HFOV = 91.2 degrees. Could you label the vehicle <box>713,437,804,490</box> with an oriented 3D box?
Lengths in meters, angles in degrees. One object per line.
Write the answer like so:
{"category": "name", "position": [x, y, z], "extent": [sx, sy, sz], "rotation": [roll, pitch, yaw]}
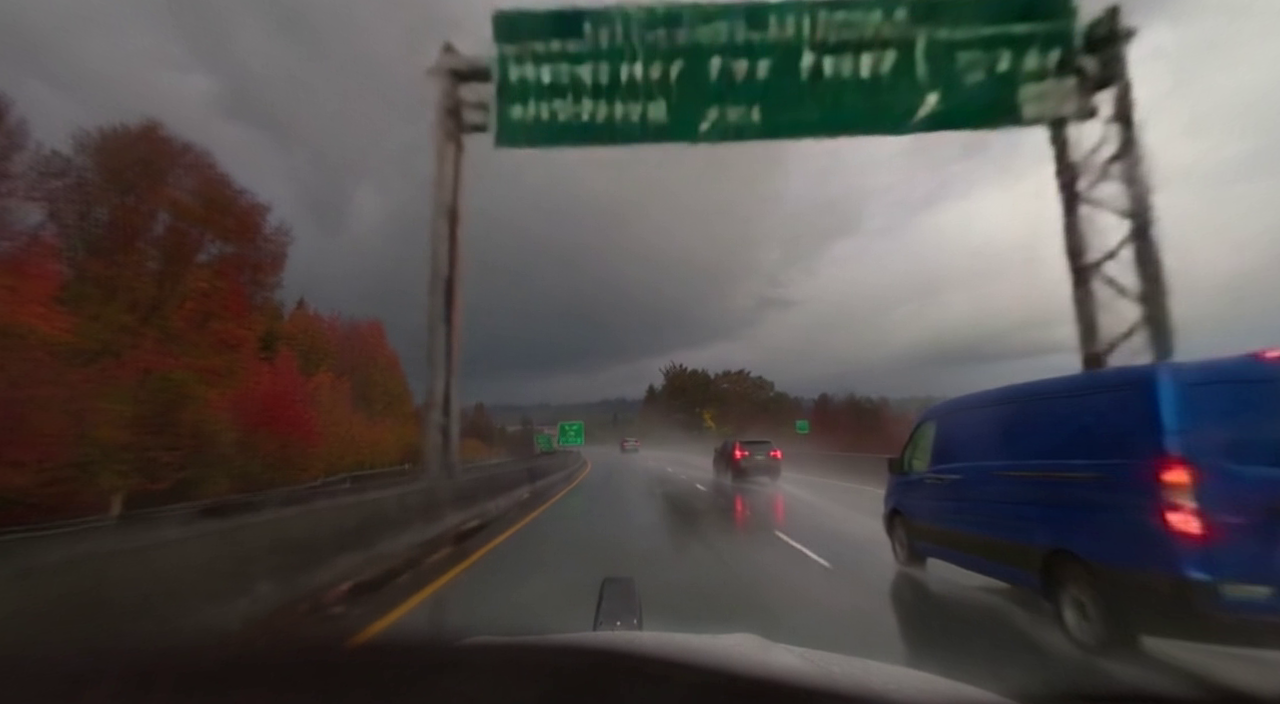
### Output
{"category": "vehicle", "position": [3.721, 3.597, 20.473], "extent": [1.952, 1.536, 4.036], "rotation": [0, -9, -3]}

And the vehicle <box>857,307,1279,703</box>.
{"category": "vehicle", "position": [3.922, 1.118, 5.278], "extent": [2.205, 1.923, 4.956], "rotation": [0, -9, -2]}
